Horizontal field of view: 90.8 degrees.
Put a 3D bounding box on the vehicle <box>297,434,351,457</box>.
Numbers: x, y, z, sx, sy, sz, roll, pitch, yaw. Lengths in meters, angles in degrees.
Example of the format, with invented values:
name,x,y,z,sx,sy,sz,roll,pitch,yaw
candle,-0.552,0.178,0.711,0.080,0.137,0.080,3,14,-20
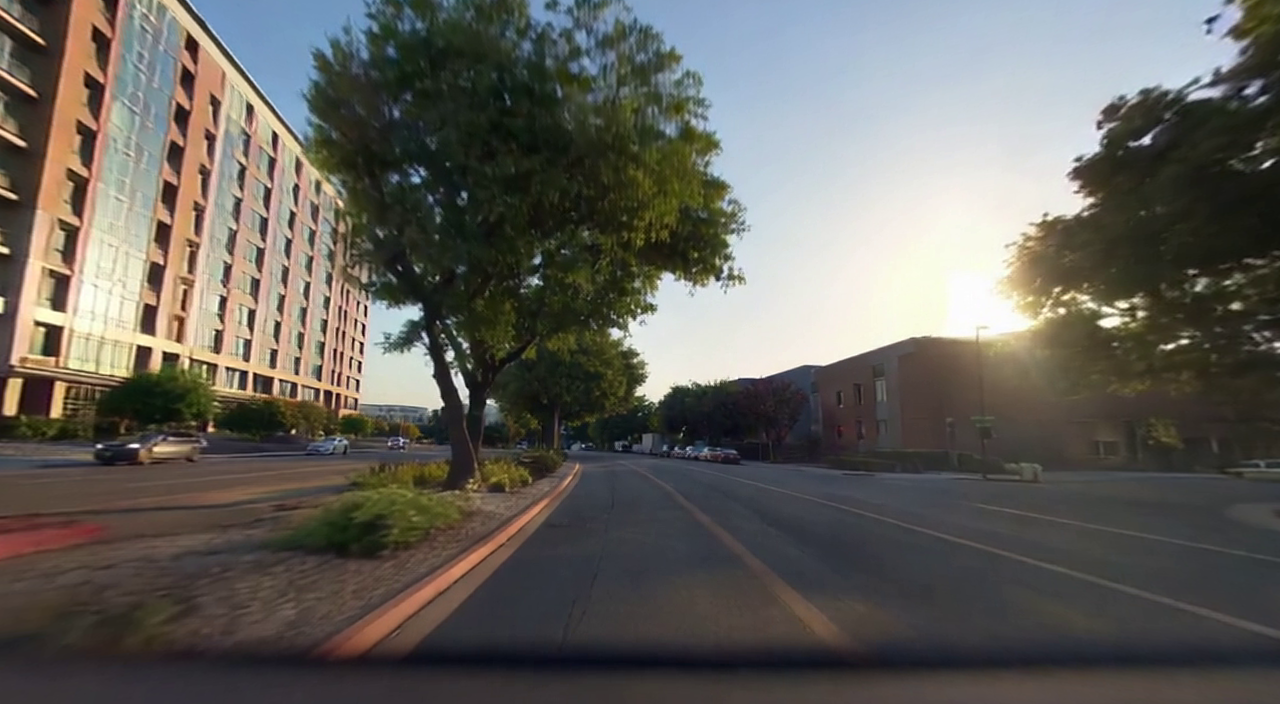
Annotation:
name,x,y,z,sx,sy,sz,roll,pitch,yaw
vehicle,-20.762,6.165,41.693,1.822,1.453,4.053,1,-9,-6

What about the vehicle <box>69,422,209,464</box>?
name,x,y,z,sx,sy,sz,roll,pitch,yaw
vehicle,-19.219,3.544,24.564,1.828,1.445,4.613,1,-9,-3

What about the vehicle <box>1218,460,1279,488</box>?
name,x,y,z,sx,sy,sz,roll,pitch,yaw
vehicle,35.707,6.932,36.066,4.154,1.500,1.953,3,-9,-15
